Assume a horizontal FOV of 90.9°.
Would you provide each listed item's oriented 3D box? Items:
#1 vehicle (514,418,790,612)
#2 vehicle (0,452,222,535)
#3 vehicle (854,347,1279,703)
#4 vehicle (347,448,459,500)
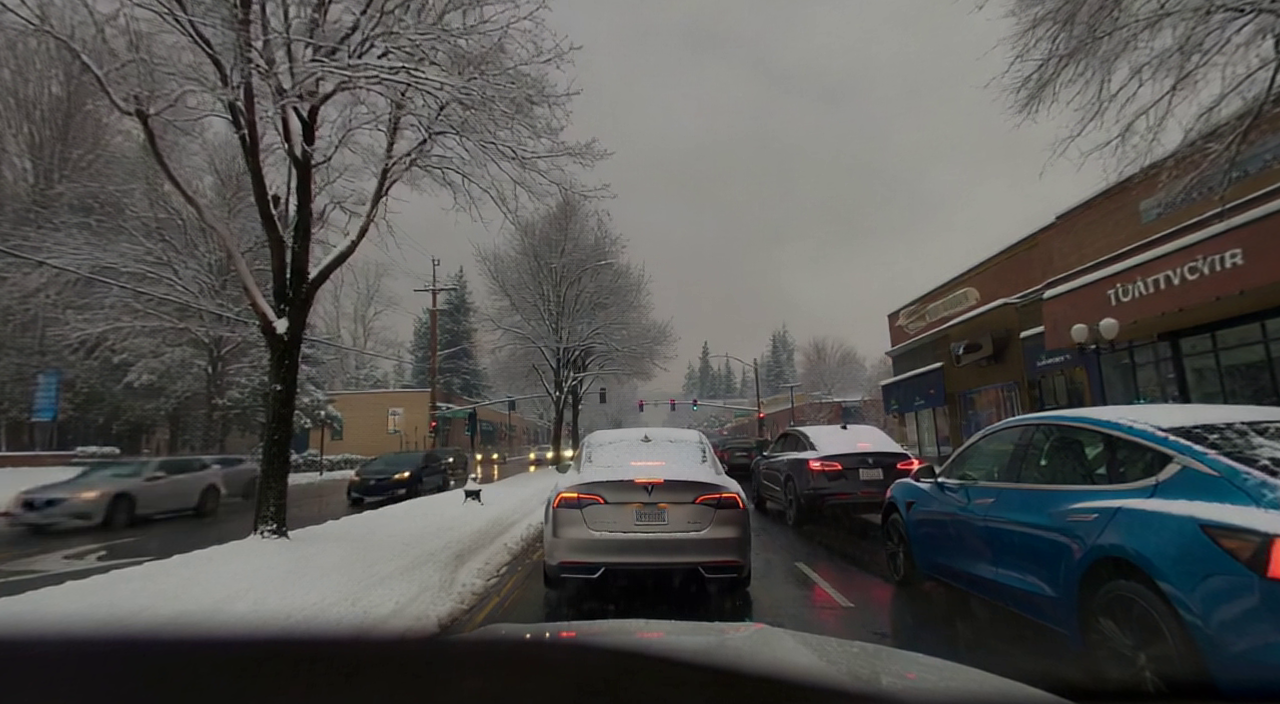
[{"bbox_3d":[0.102,1.558,6.935,2.137,1.488,3.938,0,-8,0],"label":"vehicle"},{"bbox_3d":[-11.806,3.010,14.073,1.892,1.479,4.355,0,-8,1],"label":"vehicle"},{"bbox_3d":[3.194,1.098,4.071,2.038,1.651,4.455,0,-8,0],"label":"vehicle"},{"bbox_3d":[-7.619,3.929,20.760,1.979,1.490,4.225,0,-8,1],"label":"vehicle"}]
